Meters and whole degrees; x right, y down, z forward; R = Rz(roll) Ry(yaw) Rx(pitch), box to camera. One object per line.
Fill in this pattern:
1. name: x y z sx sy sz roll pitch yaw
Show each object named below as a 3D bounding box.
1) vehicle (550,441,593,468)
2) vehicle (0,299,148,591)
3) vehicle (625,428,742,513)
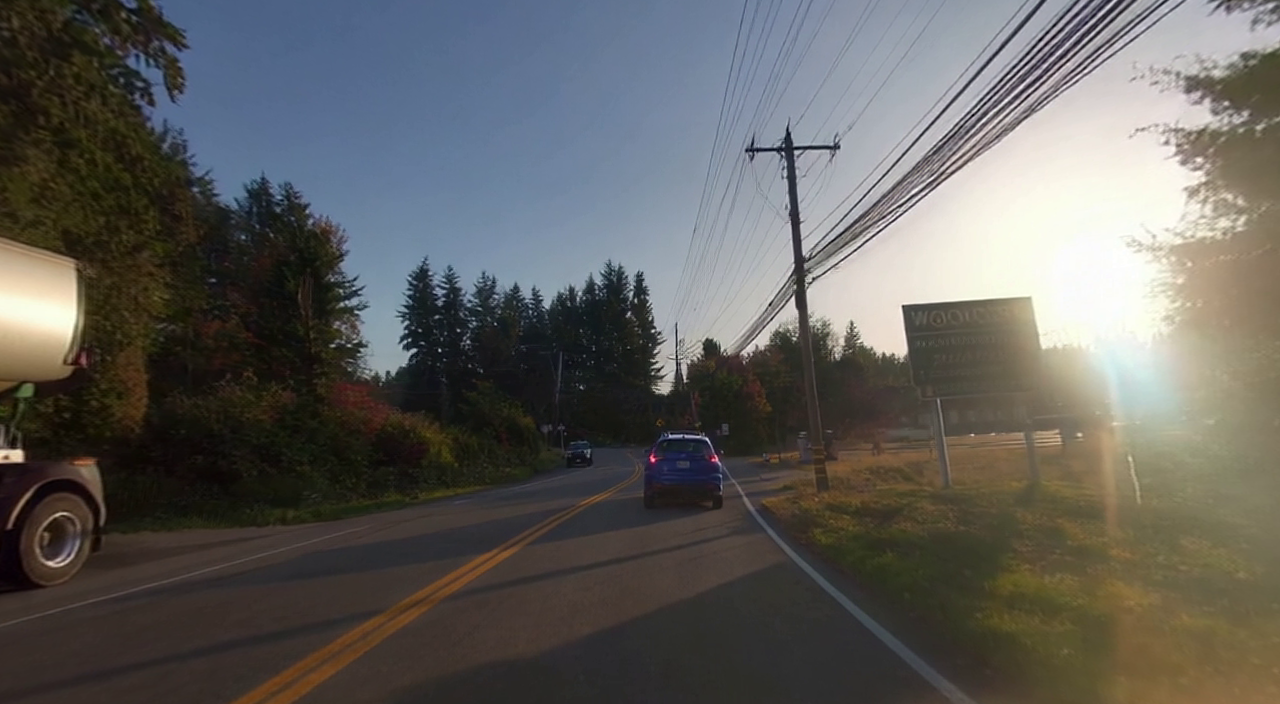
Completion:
1. vehicle: -5.342 7.795 48.184 2.668 1.981 5.575 2 -9 -12
2. vehicle: -8.652 0.962 4.736 3.395 3.071 7.634 -7 -6 5
3. vehicle: 0.816 2.400 13.180 2.081 1.503 3.726 0 -8 2
